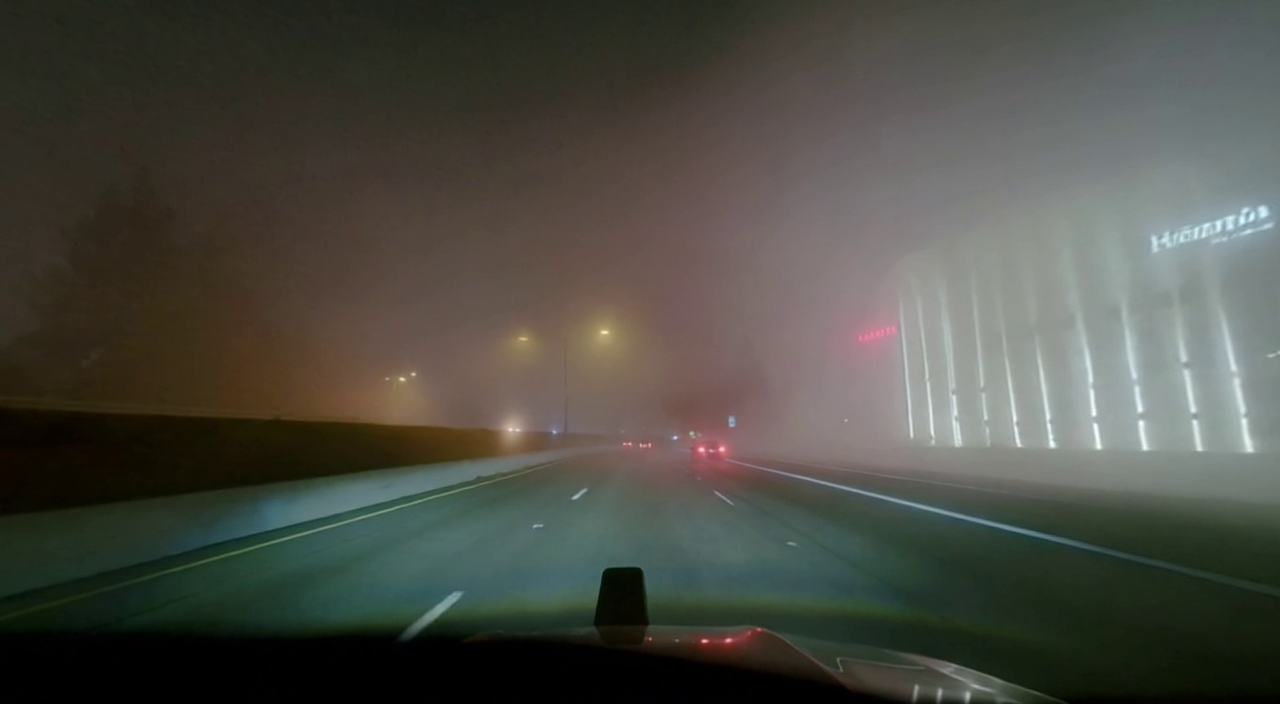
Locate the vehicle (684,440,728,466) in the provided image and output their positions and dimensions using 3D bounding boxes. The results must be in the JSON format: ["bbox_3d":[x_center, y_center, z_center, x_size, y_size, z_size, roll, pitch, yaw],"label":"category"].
[{"bbox_3d":[3.799,5.898,37.058,2.069,1.431,4.313,0,-8,-1],"label":"vehicle"}]
